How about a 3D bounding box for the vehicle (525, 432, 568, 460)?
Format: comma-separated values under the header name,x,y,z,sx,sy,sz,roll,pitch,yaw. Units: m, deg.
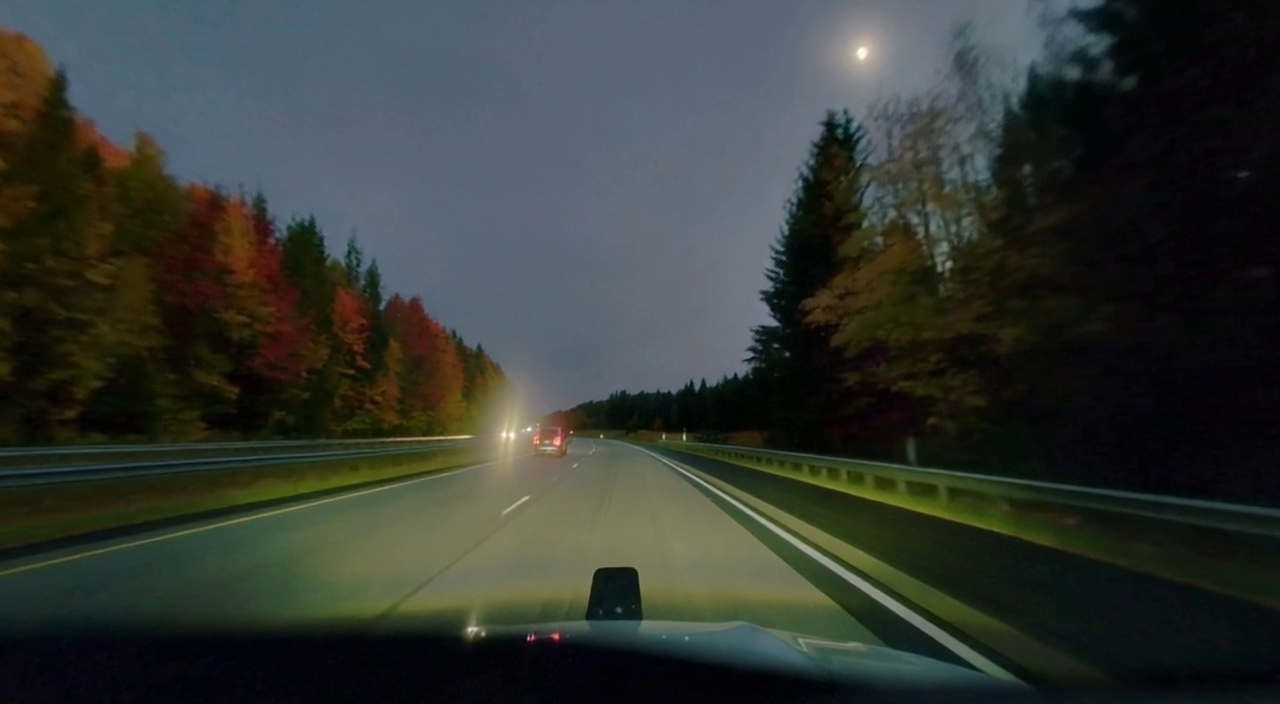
name,x,y,z,sx,sy,sz,roll,pitch,yaw
vehicle,-5.519,5.607,37.692,2.073,1.559,4.393,0,-8,-2
